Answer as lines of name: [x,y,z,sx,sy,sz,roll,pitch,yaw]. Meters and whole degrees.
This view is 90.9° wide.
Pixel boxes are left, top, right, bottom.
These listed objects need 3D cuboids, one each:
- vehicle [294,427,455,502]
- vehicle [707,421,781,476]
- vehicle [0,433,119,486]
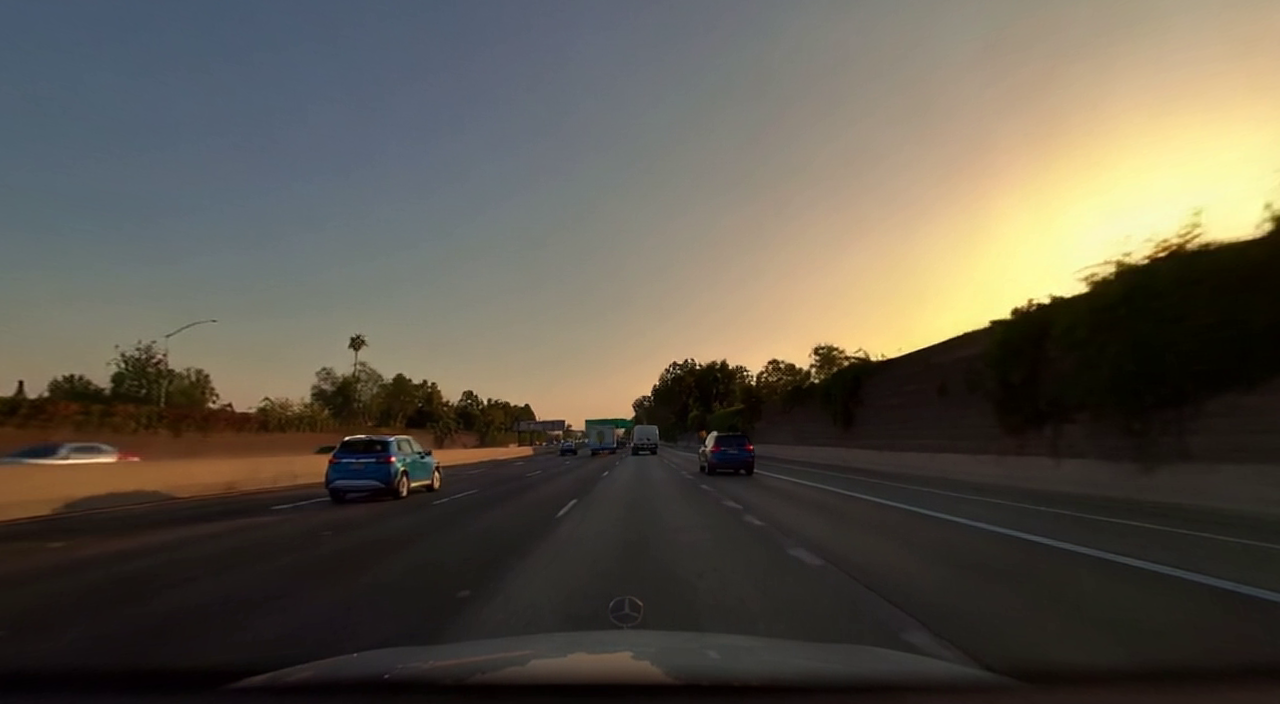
vehicle: [-7.071,3.036,17.540,2.289,1.774,4.871,0,-8,1]
vehicle: [4.424,4.225,27.772,2.408,2.210,4.999,0,-8,0]
vehicle: [-20.706,3.626,21.583,1.994,1.618,4.288,0,-8,1]
